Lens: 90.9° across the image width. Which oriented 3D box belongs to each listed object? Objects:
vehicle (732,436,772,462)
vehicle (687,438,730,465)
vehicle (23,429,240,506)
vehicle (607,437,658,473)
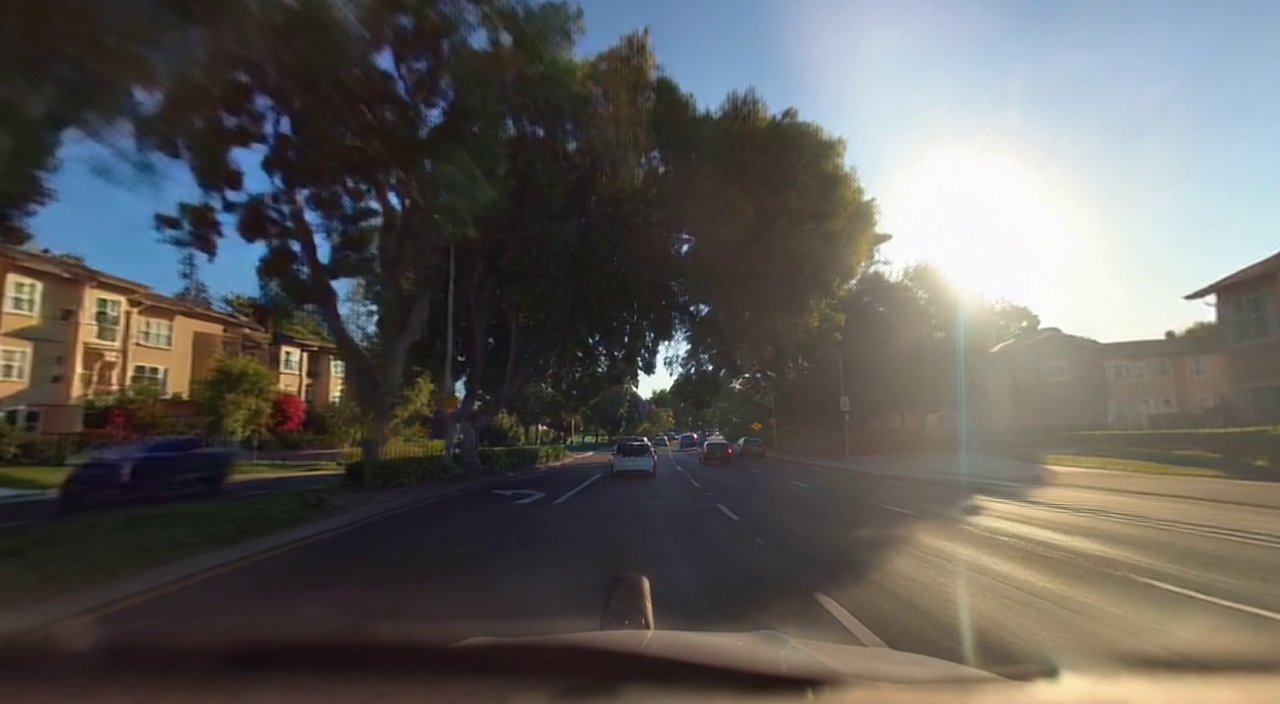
[{"bbox_3d":[7.748,6.748,43.868,1.972,1.700,4.269,0,-8,0],"label":"vehicle"},{"bbox_3d":[4.029,5.926,37.826,2.067,1.514,4.188,0,-8,-1],"label":"vehicle"},{"bbox_3d":[-14.144,3.212,18.038,2.156,1.889,4.750,0,-8,1],"label":"vehicle"},{"bbox_3d":[-0.289,4.579,28.241,2.102,1.481,3.907,0,-8,1],"label":"vehicle"}]
